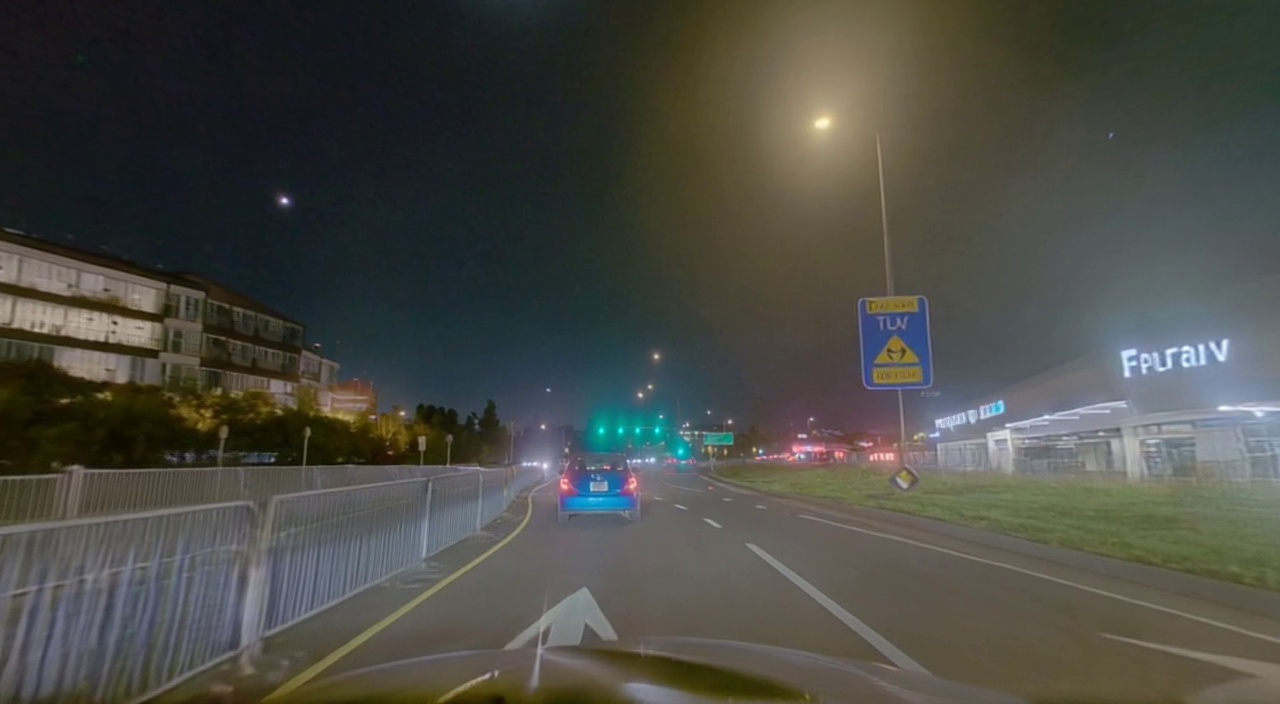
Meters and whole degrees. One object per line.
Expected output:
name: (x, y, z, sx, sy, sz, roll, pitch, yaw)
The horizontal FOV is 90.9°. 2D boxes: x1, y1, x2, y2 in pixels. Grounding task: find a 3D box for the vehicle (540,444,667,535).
vehicle: (-0.757, 2.540, 12.267, 2.063, 1.442, 3.933, 0, -9, -5)
